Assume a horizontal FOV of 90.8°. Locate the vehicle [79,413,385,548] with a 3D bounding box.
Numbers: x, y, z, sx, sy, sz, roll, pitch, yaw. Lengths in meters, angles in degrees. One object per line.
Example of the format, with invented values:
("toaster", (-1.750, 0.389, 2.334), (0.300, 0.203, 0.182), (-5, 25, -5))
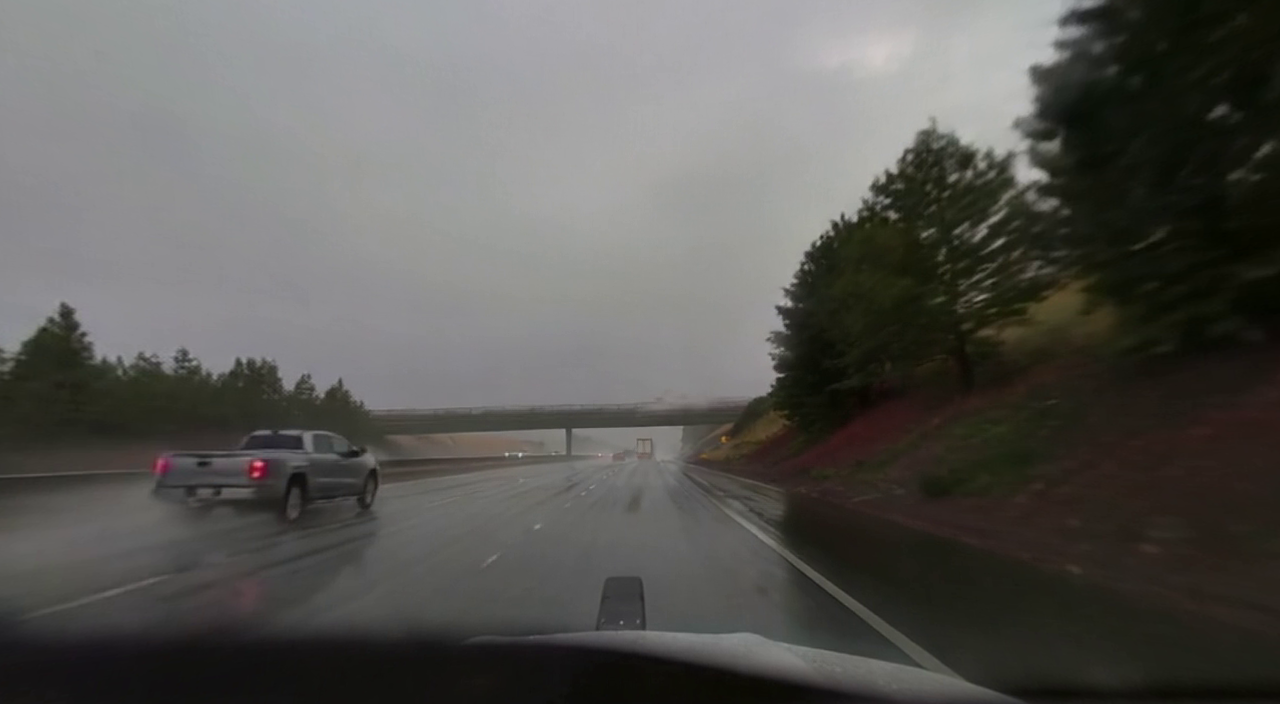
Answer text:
("vehicle", (-7.020, 2.280, 11.862), (2.232, 1.947, 5.180), (0, -9, 0))
